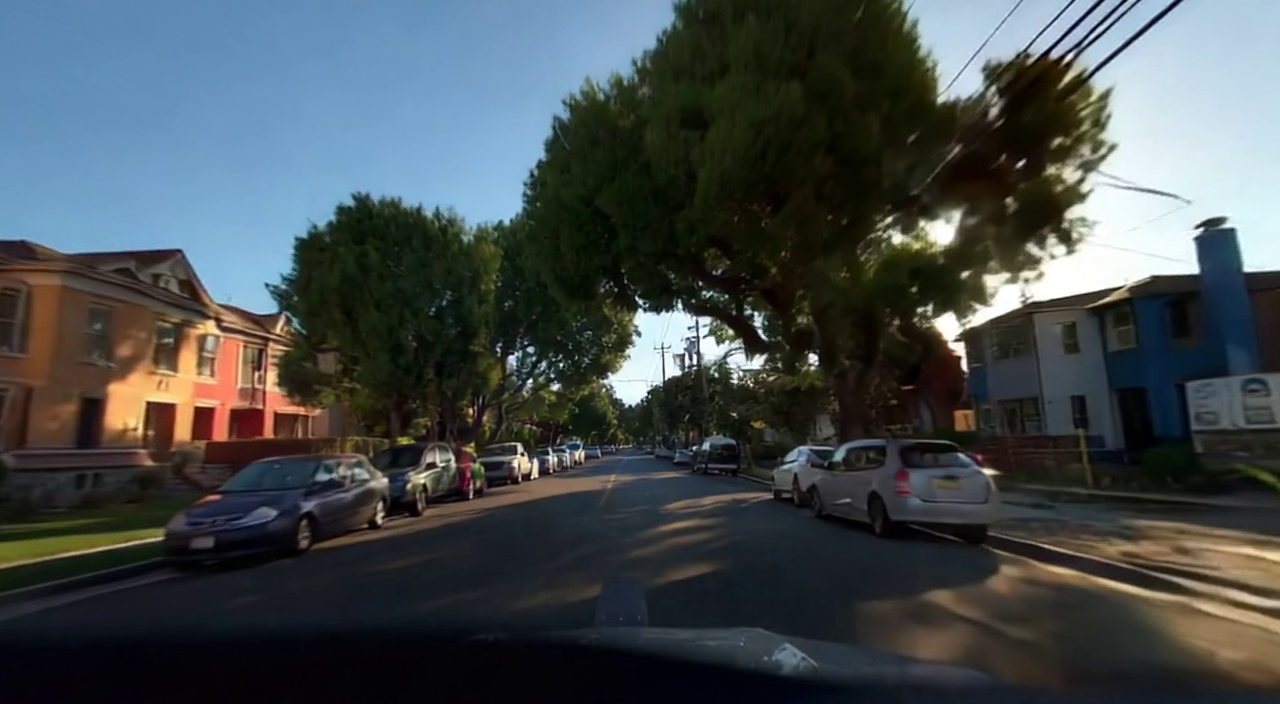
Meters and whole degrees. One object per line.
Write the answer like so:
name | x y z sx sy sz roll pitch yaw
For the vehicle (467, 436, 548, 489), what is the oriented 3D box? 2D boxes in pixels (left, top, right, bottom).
vehicle | -5.502 4.611 27.006 2.285 1.895 5.883 -2 -8 -1

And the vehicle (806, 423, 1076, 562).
vehicle | 4.177 2.007 9.867 1.979 1.620 4.684 0 -8 1

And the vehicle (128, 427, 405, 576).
vehicle | -5.427 2.145 9.968 1.873 1.709 4.206 -4 -8 -1

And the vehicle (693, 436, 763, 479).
vehicle | 4.054 4.977 30.181 2.279 1.848 5.577 1 -9 -3
